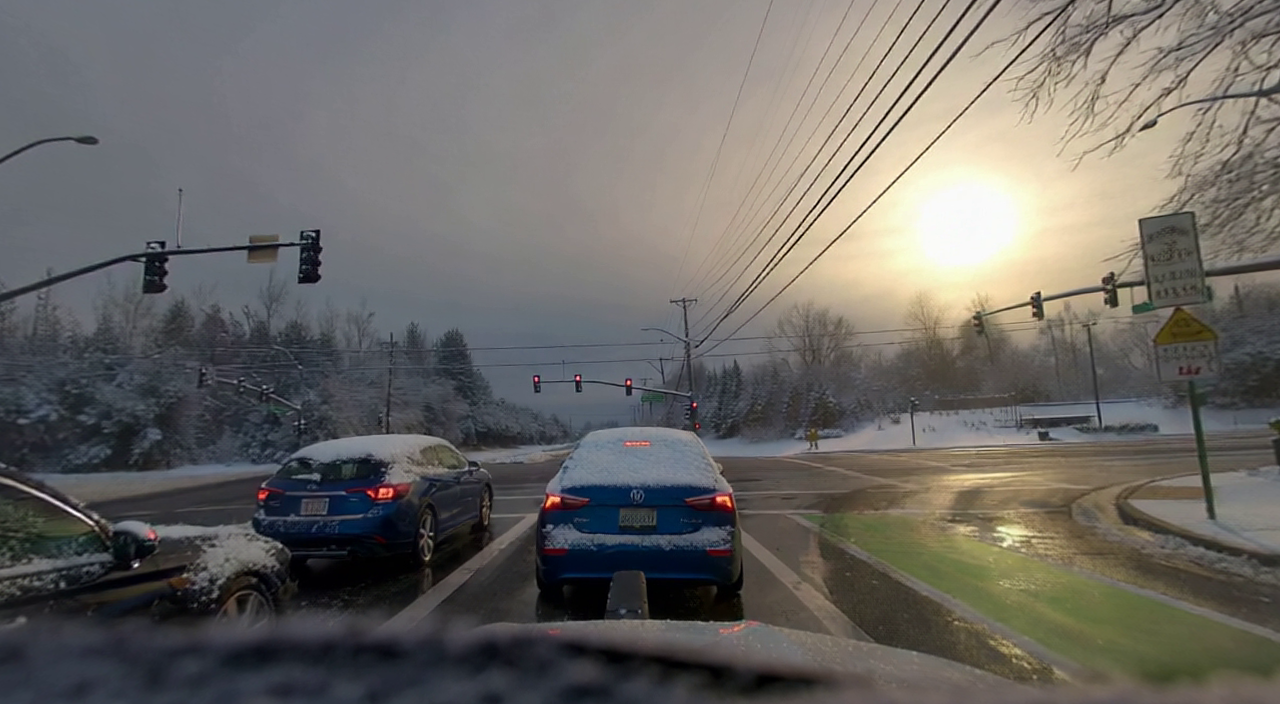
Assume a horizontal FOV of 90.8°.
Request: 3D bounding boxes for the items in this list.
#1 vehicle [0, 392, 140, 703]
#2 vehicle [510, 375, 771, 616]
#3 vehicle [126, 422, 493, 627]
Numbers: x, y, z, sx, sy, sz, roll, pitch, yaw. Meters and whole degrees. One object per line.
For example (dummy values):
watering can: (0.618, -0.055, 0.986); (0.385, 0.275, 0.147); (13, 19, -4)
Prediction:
vehicle: (-3.479, 0.612, 0.318); (2.138, 1.488, 5.327); (0, -8, 0)
vehicle: (-0.030, 1.561, 7.642); (2.036, 1.885, 5.196); (0, -10, -1)
vehicle: (-2.937, 1.618, 6.724); (1.726, 1.506, 3.840); (0, -10, 1)
